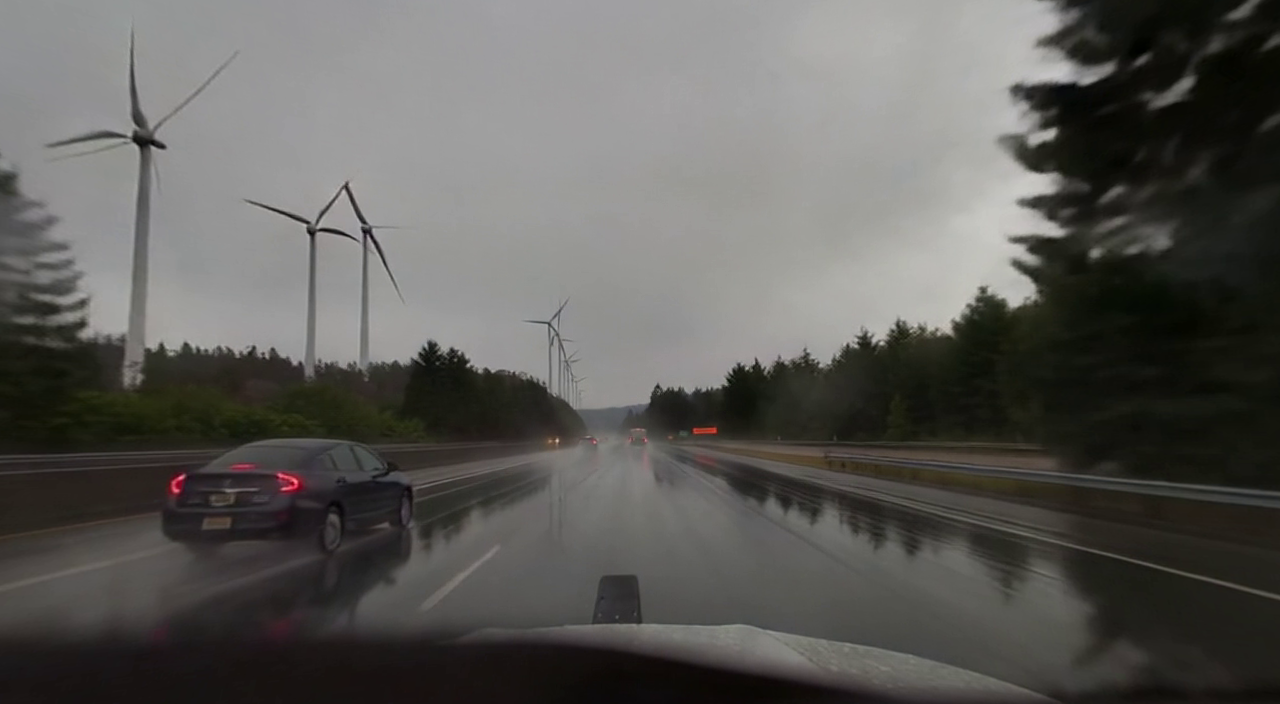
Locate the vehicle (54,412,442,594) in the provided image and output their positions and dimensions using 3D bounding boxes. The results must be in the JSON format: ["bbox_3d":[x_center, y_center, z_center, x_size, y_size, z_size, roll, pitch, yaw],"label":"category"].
[{"bbox_3d":[-3.917,1.533,7.313,1.950,1.511,3.965,0,-8,0],"label":"vehicle"}]
